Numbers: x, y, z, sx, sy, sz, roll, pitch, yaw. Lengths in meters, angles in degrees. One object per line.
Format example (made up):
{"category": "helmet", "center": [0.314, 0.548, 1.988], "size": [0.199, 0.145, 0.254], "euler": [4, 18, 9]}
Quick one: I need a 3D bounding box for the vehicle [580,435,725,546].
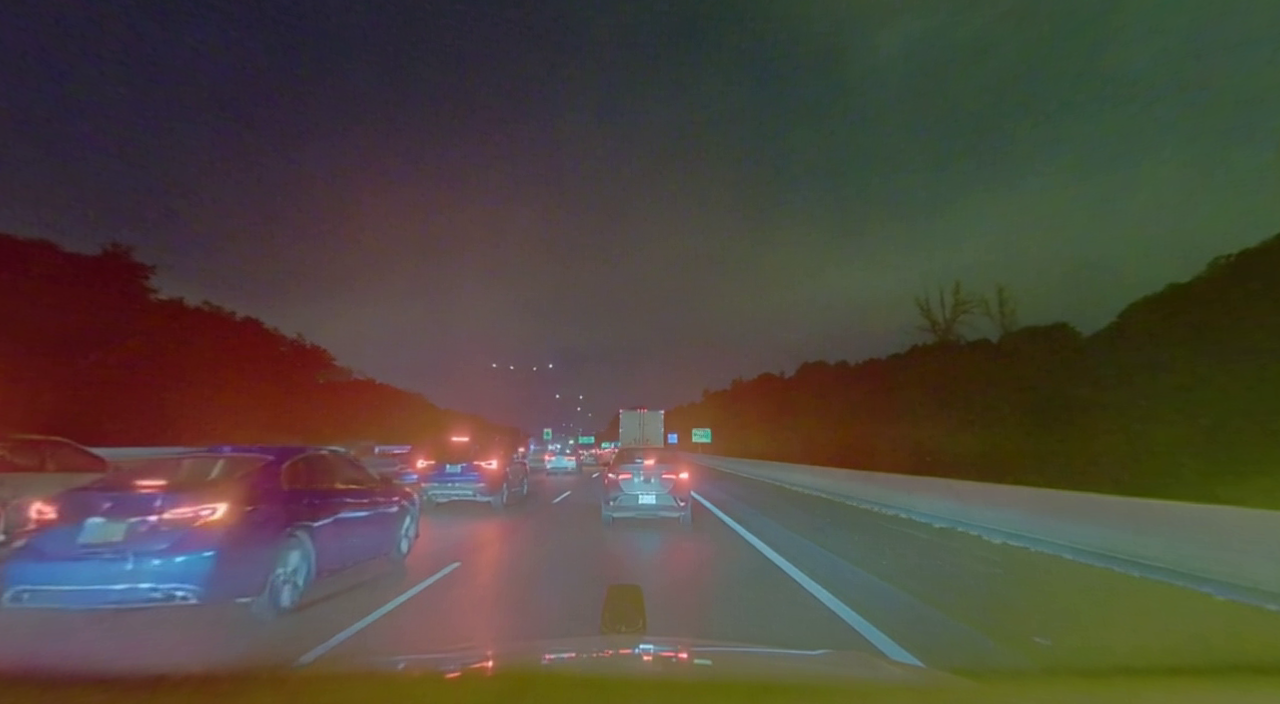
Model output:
{"category": "vehicle", "center": [0.161, 2.179, 10.426], "size": [1.995, 1.495, 3.380], "euler": [0, -9, 0]}

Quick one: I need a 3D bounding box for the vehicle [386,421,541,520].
{"category": "vehicle", "center": [-3.675, 2.591, 14.193], "size": [2.051, 1.829, 4.736], "euler": [0, -9, 1]}

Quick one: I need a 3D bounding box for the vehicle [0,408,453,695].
{"category": "vehicle", "center": [-3.342, 1.389, 5.552], "size": [1.980, 1.491, 4.340], "euler": [0, -9, 1]}

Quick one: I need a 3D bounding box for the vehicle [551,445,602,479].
{"category": "vehicle", "center": [-2.880, 5.124, 29.509], "size": [1.998, 1.466, 3.684], "euler": [0, -9, 0]}
